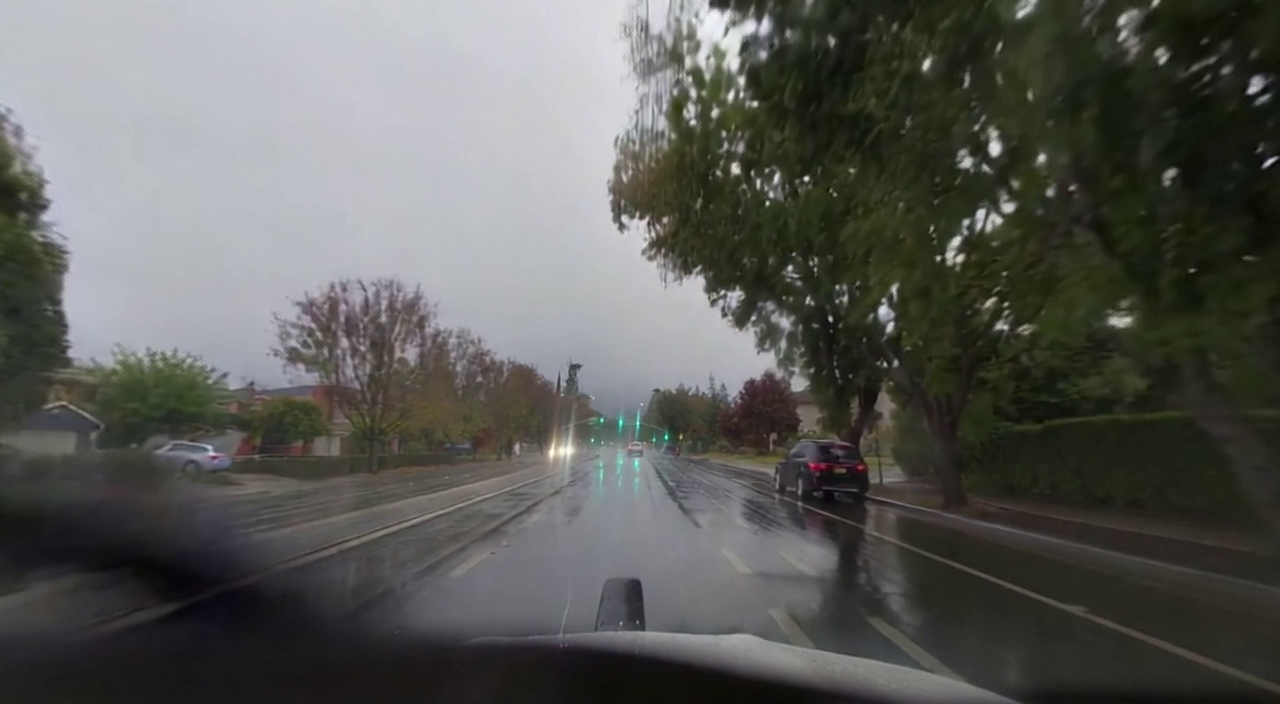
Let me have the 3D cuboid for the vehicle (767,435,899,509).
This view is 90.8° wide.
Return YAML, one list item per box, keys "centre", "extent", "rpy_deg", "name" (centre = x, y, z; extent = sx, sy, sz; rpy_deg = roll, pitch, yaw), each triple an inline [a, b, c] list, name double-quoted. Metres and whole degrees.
- centre: [4.837, 3.058, 16.650]
  extent: [1.967, 1.631, 4.692]
  rpy_deg: [0, -8, 0]
  name: "vehicle"

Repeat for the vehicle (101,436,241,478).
- centre: [-21.243, 4.766, 28.787]
  extent: [4.666, 1.677, 1.978]
  rpy_deg: [3, -9, -2]
  name: "vehicle"
